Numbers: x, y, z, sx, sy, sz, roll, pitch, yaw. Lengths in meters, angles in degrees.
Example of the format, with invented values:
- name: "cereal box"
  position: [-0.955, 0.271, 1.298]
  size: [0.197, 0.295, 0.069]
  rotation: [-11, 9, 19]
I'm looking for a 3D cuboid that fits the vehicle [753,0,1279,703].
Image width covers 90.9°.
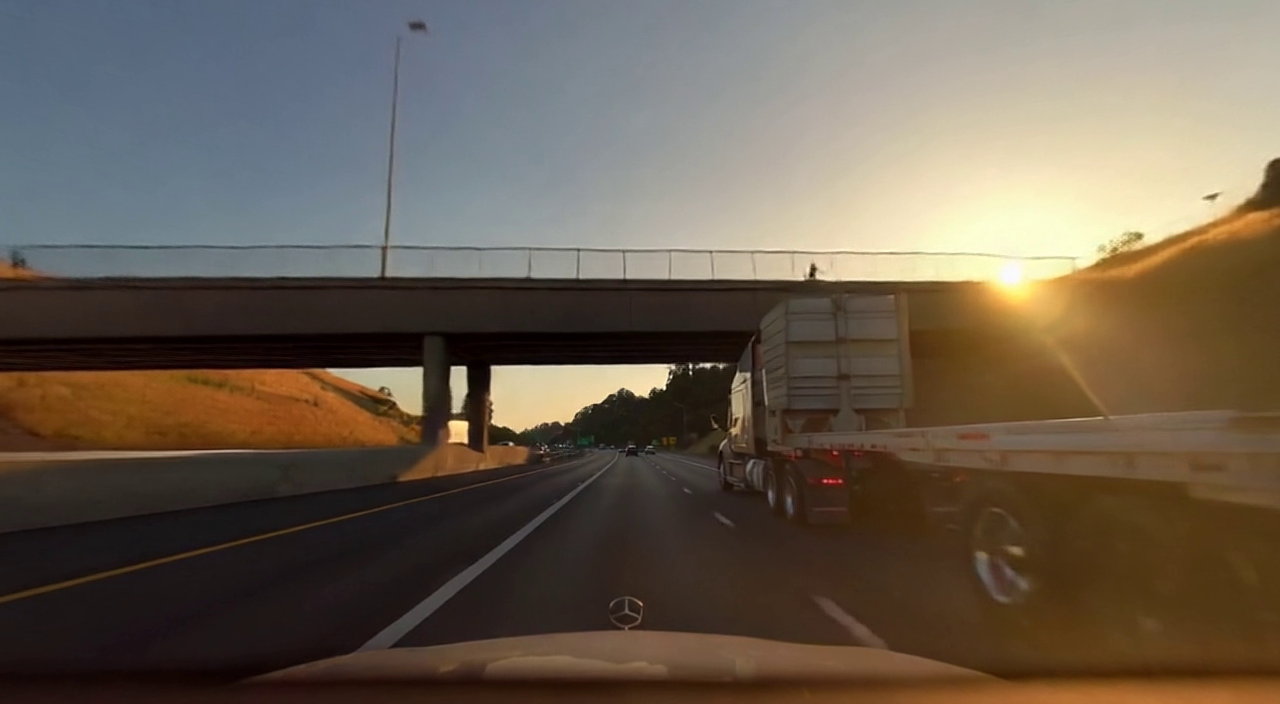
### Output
- name: "vehicle"
  position: [3.805, 0.635, 6.783]
  size: [2.876, 3.586, 11.726]
  rotation: [0, -9, -1]
